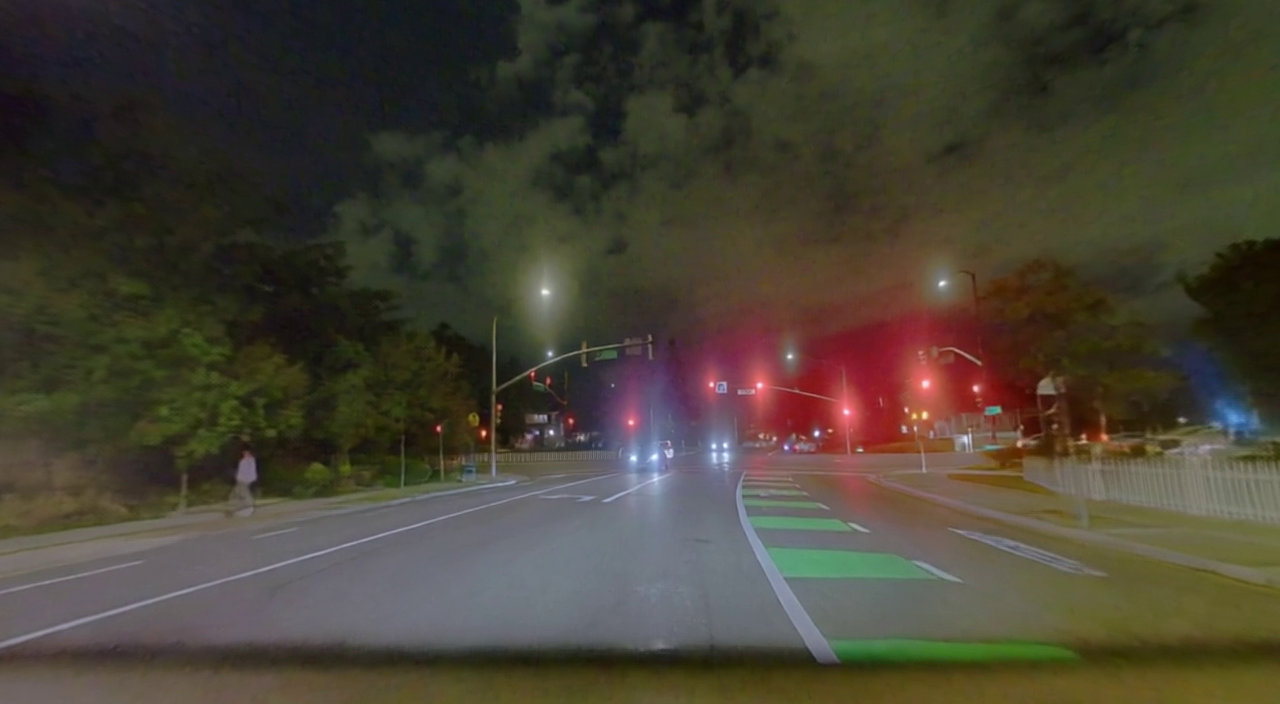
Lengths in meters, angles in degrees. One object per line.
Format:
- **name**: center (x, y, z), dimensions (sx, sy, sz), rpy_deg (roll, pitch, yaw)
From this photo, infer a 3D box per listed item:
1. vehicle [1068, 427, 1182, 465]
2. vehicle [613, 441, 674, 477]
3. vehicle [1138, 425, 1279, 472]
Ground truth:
- **vehicle**: center (21.712, 4.234, 28.496), dimensions (1.937, 1.474, 5.114), rpy_deg (-4, -9, 12)
- **vehicle**: center (0.268, 4.885, 28.962), dimensions (1.904, 1.489, 4.746), rpy_deg (-2, -9, 12)
- **vehicle**: center (21.558, 3.482, 23.031), dimensions (1.972, 1.477, 5.340), rpy_deg (-2, -8, -5)
